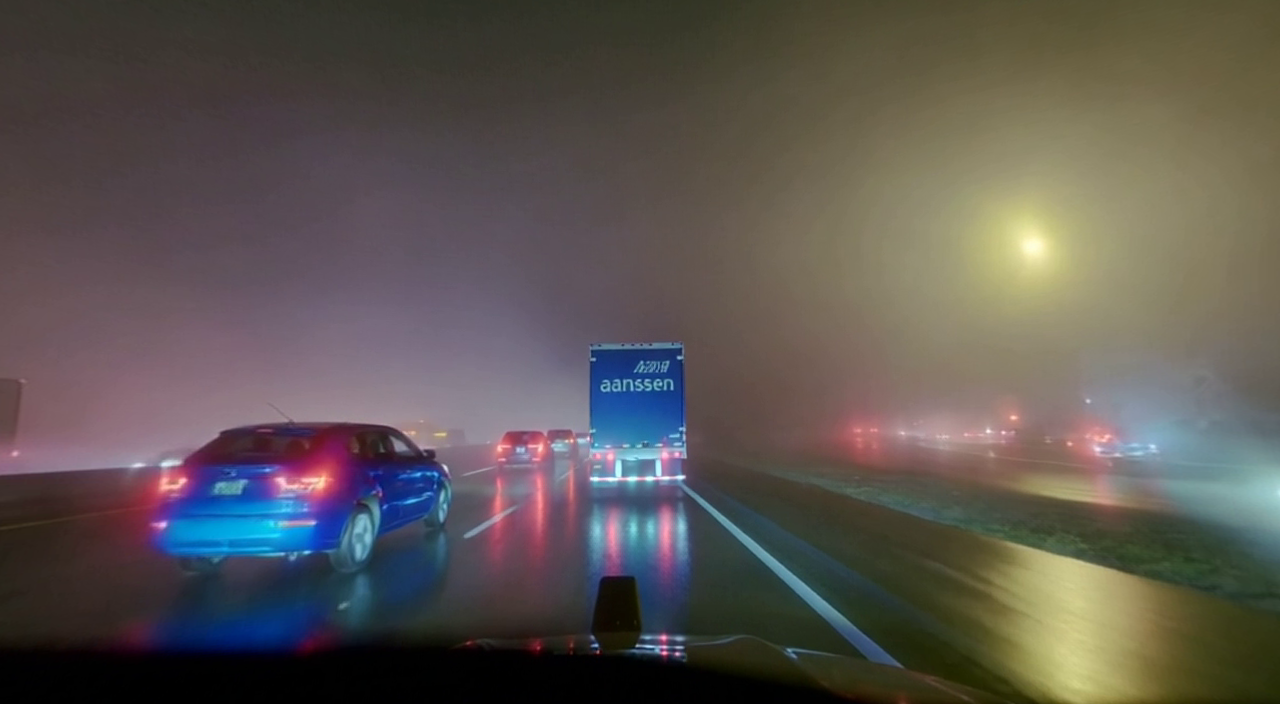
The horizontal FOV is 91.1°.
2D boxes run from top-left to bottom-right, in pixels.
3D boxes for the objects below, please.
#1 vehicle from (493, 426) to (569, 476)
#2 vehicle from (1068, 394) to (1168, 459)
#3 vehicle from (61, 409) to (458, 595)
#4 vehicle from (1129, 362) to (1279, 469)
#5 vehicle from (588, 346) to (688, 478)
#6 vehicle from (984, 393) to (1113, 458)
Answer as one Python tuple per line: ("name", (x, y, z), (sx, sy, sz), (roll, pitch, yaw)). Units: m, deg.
("vehicle", (-3.710, 3.440, 22.127), (1.946, 1.599, 4.073), (0, -8, 0))
("vehicle", (19.584, 3.081, 25.909), (1.658, 2.523, 2.851), (0, -8, -1))
("vehicle", (-3.771, 1.527, 7.405), (1.964, 1.507, 4.361), (0, -8, 0))
("vehicle", (19.389, 2.141, 20.276), (2.443, 3.006, 5.844), (0, -8, 0))
("vehicle", (-0.115, 2.616, 25.609), (3.171, 4.204, 11.036), (0, -8, -1))
("vehicle", (18.950, 3.484, 29.613), (2.432, 2.753, 5.388), (0, -8, 1))
